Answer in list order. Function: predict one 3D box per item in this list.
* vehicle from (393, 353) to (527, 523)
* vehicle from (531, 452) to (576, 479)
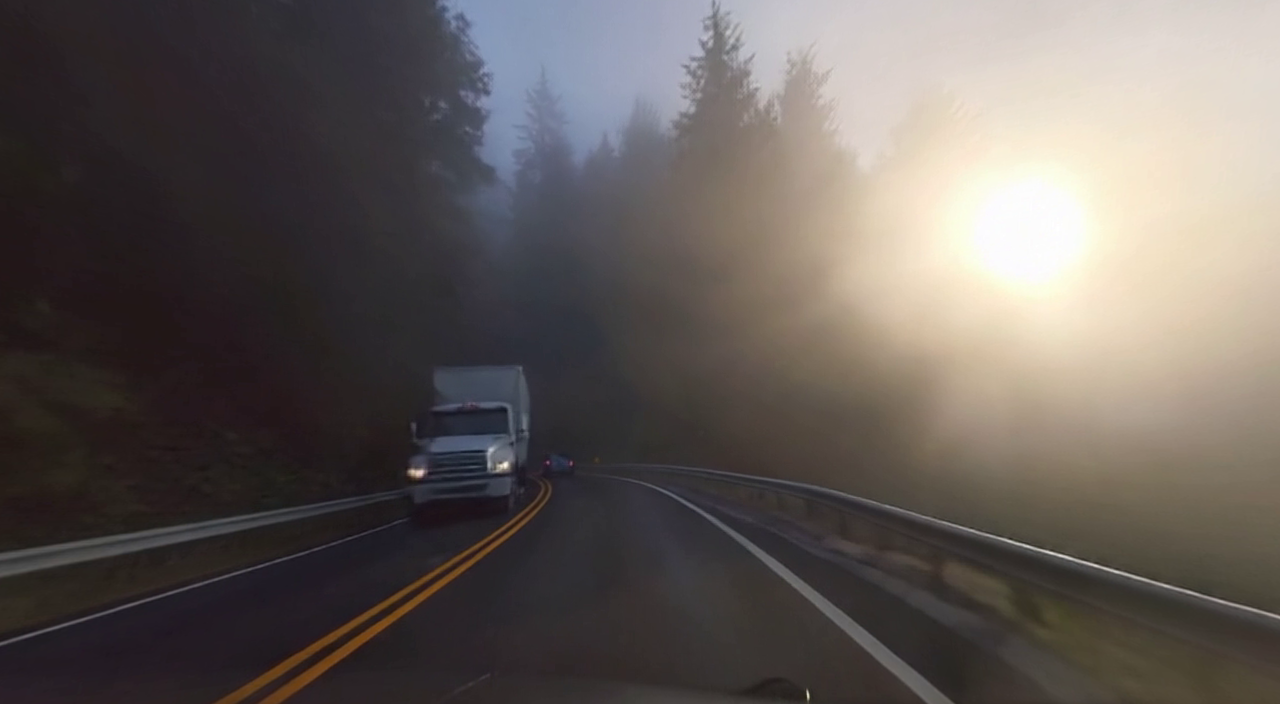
[{"bbox_3d":[-5.623,3.015,21.972,2.999,4.301,11.457,1,-9,-9],"label":"vehicle"},{"bbox_3d":[-5.369,6.916,38.717,2.120,1.491,4.349,2,-9,-16],"label":"vehicle"}]
